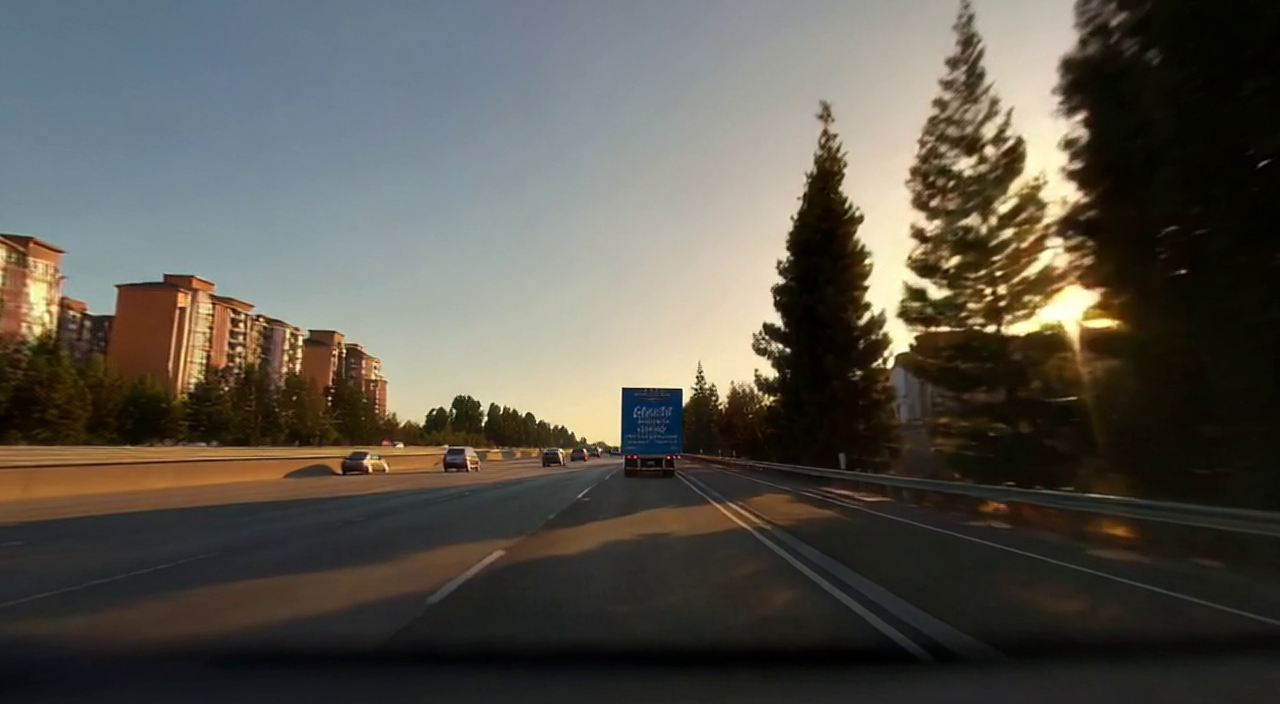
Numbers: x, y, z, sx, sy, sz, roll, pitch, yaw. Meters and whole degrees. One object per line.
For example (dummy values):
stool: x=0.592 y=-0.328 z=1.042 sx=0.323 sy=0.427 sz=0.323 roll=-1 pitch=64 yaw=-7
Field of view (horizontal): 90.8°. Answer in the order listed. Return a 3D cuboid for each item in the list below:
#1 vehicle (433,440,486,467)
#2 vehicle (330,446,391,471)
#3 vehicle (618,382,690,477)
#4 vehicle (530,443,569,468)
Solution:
vehicle: x=-13.690 y=7.744 z=48.290 sx=2.296 sy=1.907 sz=5.659 roll=0 pitch=-8 yaw=1
vehicle: x=-18.034 y=6.882 z=41.001 sx=1.901 sy=1.485 sz=4.279 roll=0 pitch=-8 yaw=1
vehicle: x=0.553 y=4.560 z=35.494 sx=3.140 sy=4.100 sz=15.551 roll=1 pitch=-9 yaw=0
vehicle: x=-6.832 y=7.841 z=48.102 sx=2.152 sy=1.732 sz=4.782 roll=0 pitch=-8 yaw=1
